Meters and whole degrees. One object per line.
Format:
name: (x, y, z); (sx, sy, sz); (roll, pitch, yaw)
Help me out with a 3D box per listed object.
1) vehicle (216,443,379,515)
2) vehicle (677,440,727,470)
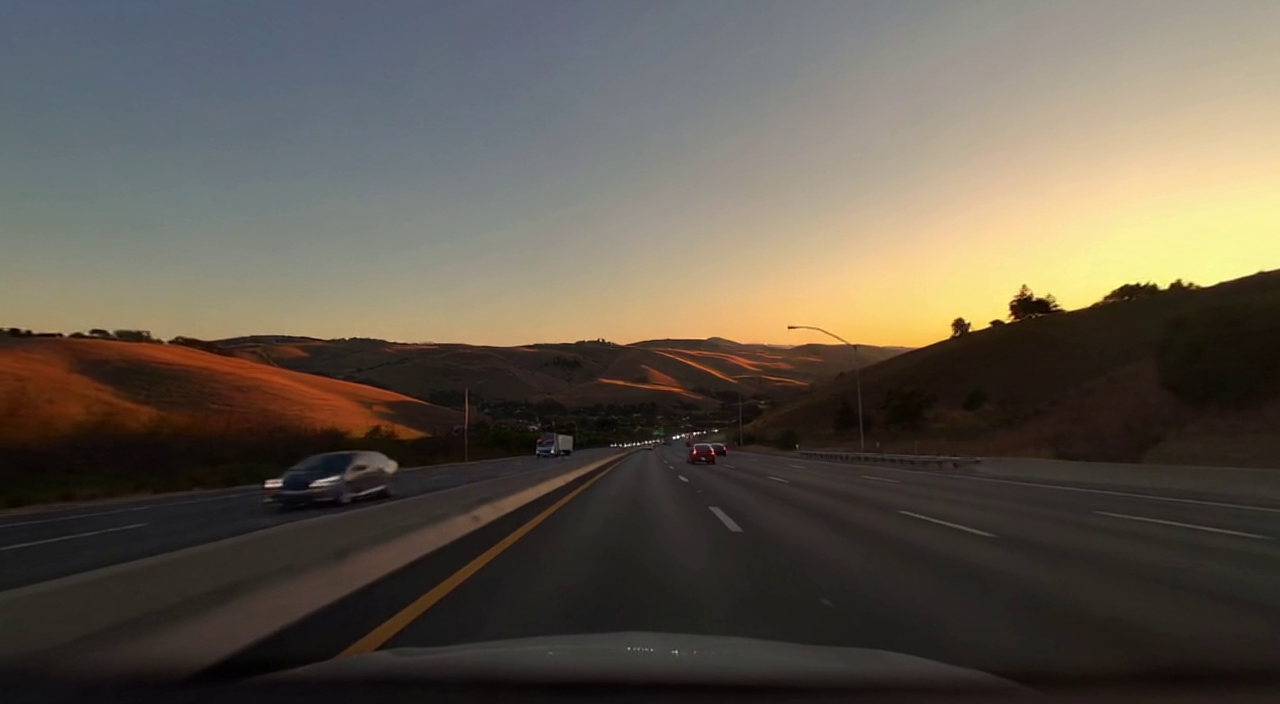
vehicle: (-8.726, 3.217, 16.589); (1.912, 1.612, 4.140); (0, -8, 1)
vehicle: (3.077, 5.222, 32.220); (2.044, 1.444, 4.216); (0, -8, -1)
